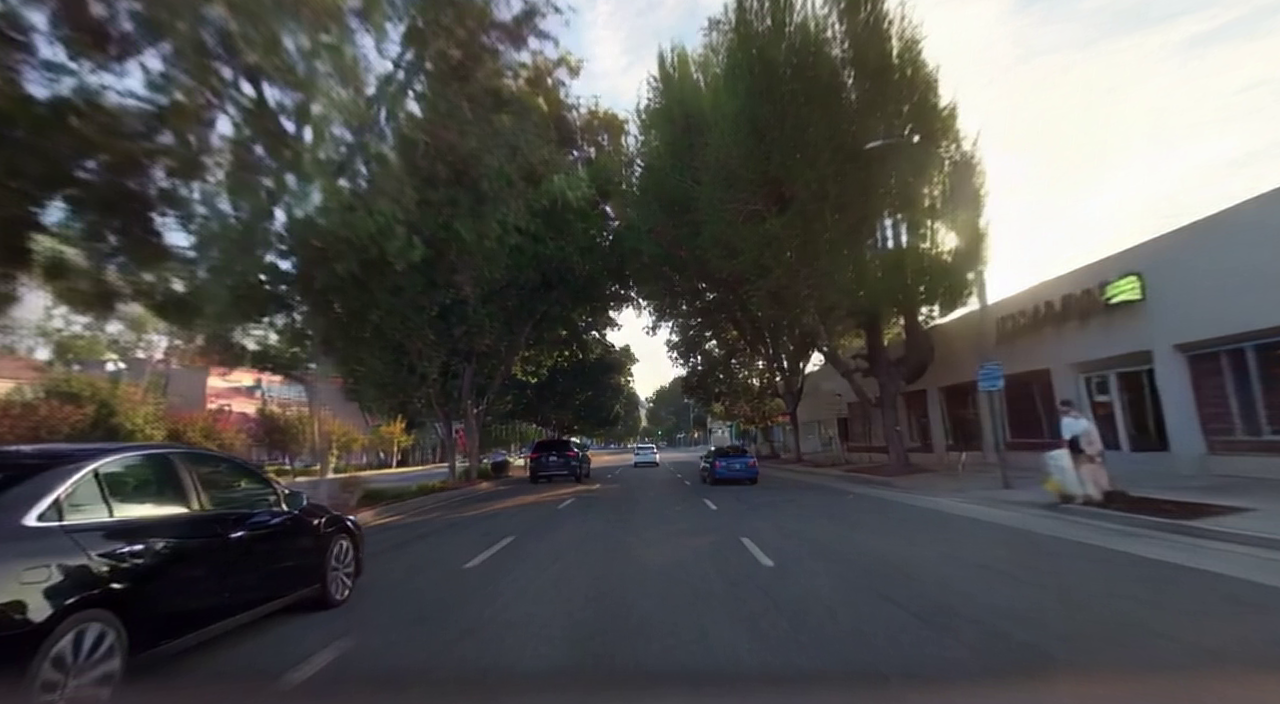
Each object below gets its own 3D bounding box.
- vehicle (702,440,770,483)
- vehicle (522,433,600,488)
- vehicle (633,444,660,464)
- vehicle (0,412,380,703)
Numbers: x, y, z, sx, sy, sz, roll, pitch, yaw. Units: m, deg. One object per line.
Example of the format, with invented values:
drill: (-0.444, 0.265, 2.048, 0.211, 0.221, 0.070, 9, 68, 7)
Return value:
vehicle: (3.568, 4.138, 24.155, 1.904, 1.490, 4.299, 0, -8, 0)
vehicle: (-2.793, 3.977, 23.447, 2.193, 1.788, 4.603, -1, -8, 1)
vehicle: (0.486, 7.902, 49.054, 2.069, 1.445, 3.965, 0, -8, 0)
vehicle: (-3.254, 1.055, 2.918, 1.956, 1.460, 4.802, -1, -8, 1)
